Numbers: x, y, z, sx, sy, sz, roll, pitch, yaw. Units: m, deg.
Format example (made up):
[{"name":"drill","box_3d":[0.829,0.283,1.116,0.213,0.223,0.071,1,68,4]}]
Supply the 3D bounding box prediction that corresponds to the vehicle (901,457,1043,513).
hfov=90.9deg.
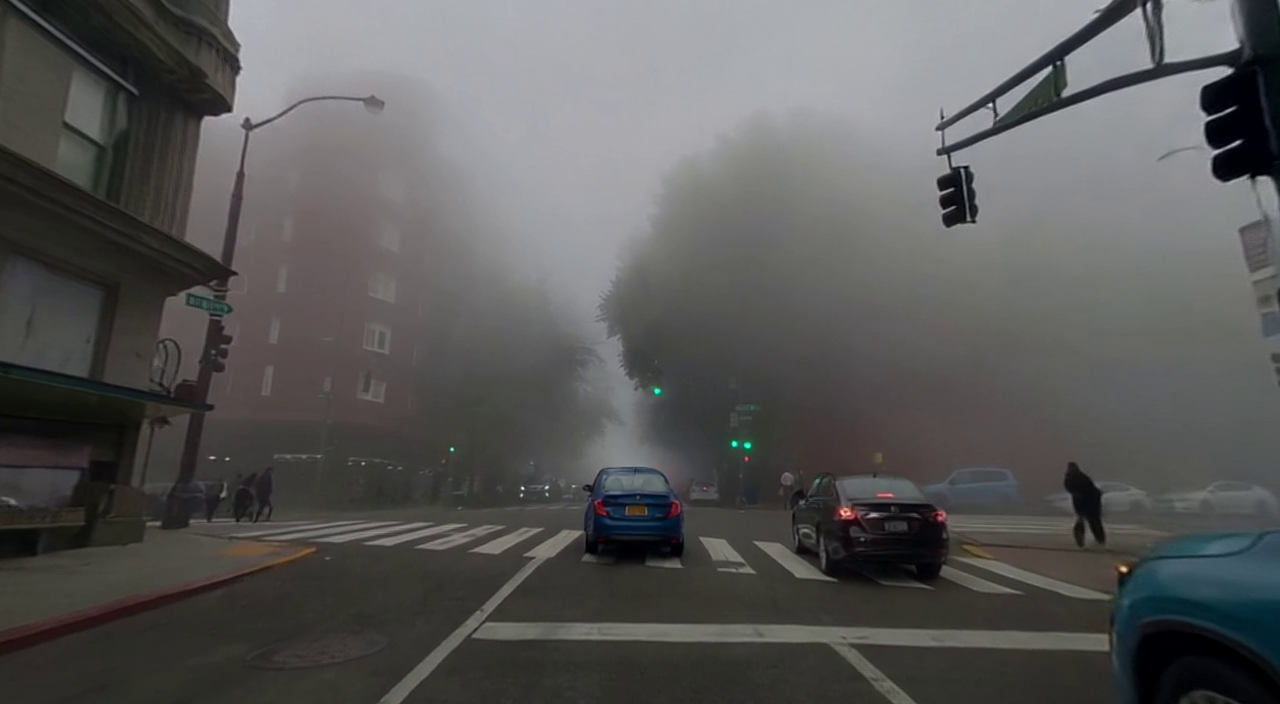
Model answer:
[{"name":"vehicle","box_3d":[14.720,5.886,28.207,4.974,2.266,2.324,0,-8,-1]}]

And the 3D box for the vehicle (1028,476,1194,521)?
[{"name":"vehicle","box_3d":[20.812,6.496,28.091,5.345,1.747,2.410,-1,-8,2]}]

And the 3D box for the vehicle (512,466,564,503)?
[{"name":"vehicle","box_3d":[-5.972,7.802,37.368,2.226,1.896,4.438,-1,-8,1]}]

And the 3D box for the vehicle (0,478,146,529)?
[{"name":"vehicle","box_3d":[-25.329,6.734,28.215,4.588,2.048,2.110,-1,-8,1]}]

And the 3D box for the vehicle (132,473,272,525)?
[{"name":"vehicle","box_3d":[-19.472,6.538,28.174,4.750,2.083,2.002,-1,-9,3]}]

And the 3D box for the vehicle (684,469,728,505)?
[{"name":"vehicle","box_3d":[3.833,7.881,37.063,1.908,1.741,4.066,0,-8,-3]}]

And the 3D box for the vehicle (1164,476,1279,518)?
[{"name":"vehicle","box_3d":[26.407,6.346,27.697,4.734,1.605,2.186,-1,-8,1]}]
